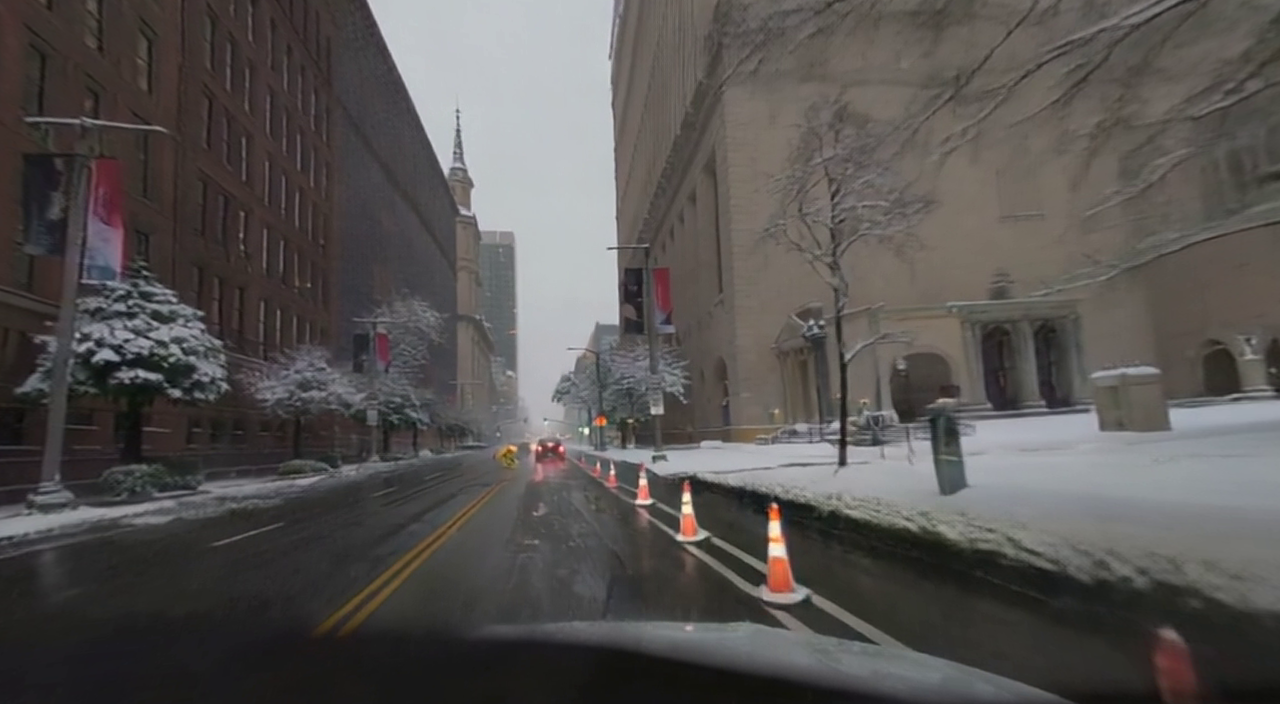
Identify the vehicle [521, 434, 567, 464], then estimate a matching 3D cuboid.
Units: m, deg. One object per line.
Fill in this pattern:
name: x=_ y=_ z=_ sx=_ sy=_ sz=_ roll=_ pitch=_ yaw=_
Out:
vehicle: x=-5.123 y=5.145 z=33.620 sx=2.216 sy=1.492 sz=4.725 roll=2 pitch=-8 yaw=-9
